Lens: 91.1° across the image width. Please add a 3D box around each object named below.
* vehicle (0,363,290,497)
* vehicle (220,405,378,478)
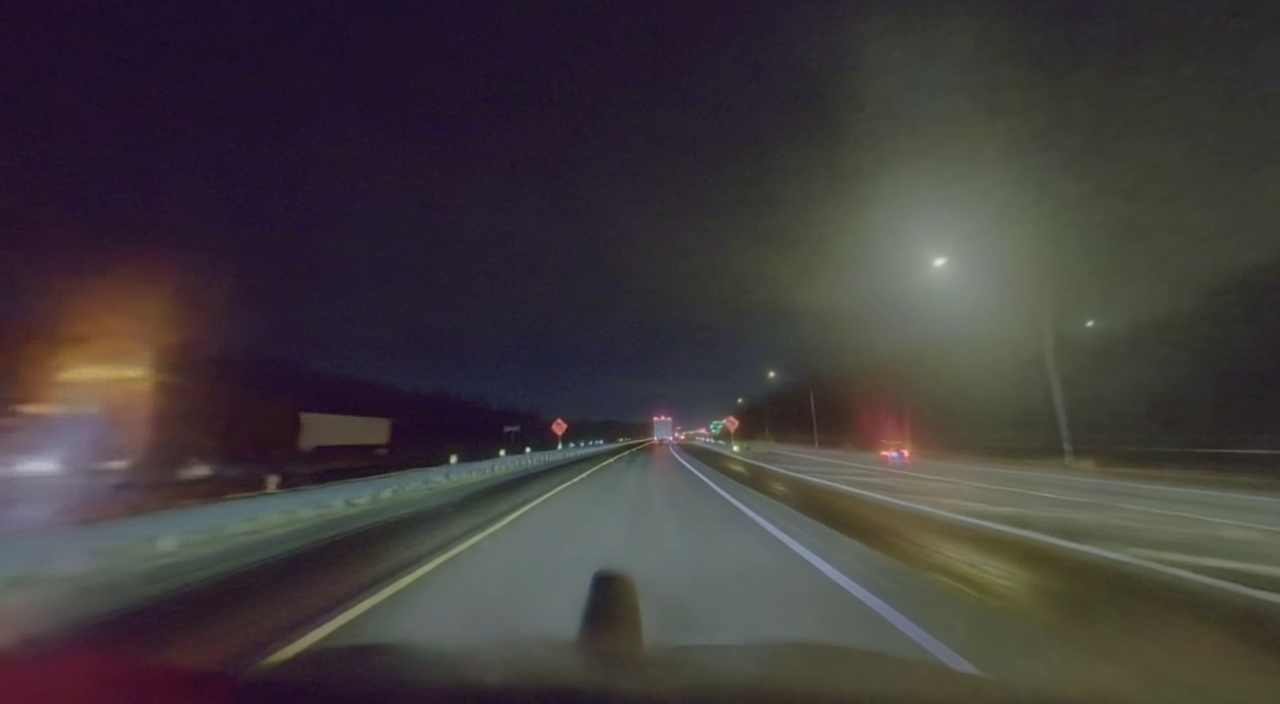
[{"bbox_3d":[-17.047,2.862,22.773,3.080,3.801,9.455,0,-8,1],"label":"vehicle"},{"bbox_3d":[-16.830,4.513,32.061,2.818,3.168,8.954,0,-8,2],"label":"vehicle"}]
